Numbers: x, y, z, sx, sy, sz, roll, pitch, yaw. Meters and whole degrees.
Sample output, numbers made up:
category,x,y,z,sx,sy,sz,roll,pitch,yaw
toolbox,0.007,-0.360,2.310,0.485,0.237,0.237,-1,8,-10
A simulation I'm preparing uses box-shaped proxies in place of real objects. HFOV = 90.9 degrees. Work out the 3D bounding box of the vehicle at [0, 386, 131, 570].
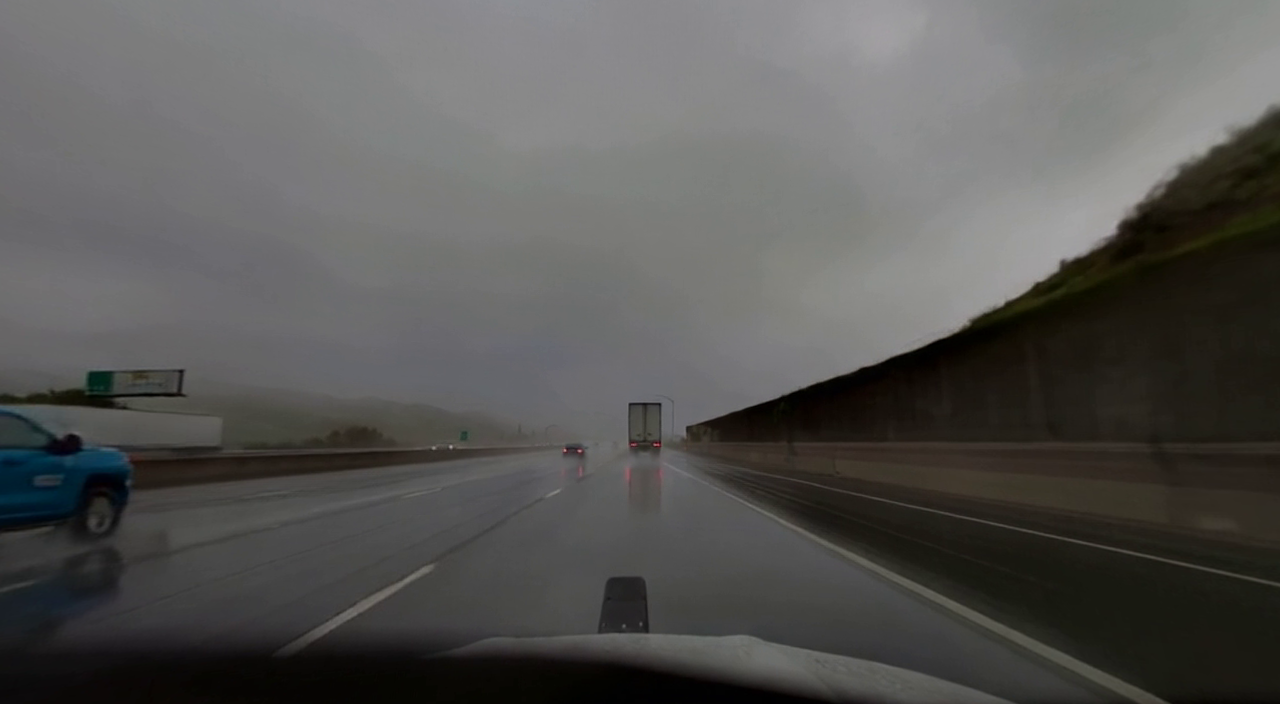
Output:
category,x,y,z,sx,sy,sz,roll,pitch,yaw
vehicle,-7.513,1.097,5.211,2.113,1.837,5.339,0,-8,0

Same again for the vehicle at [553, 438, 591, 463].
category,x,y,z,sx,sy,sz,roll,pitch,yaw
vehicle,-4.318,6.296,40.464,1.983,1.508,4.060,0,-8,0
